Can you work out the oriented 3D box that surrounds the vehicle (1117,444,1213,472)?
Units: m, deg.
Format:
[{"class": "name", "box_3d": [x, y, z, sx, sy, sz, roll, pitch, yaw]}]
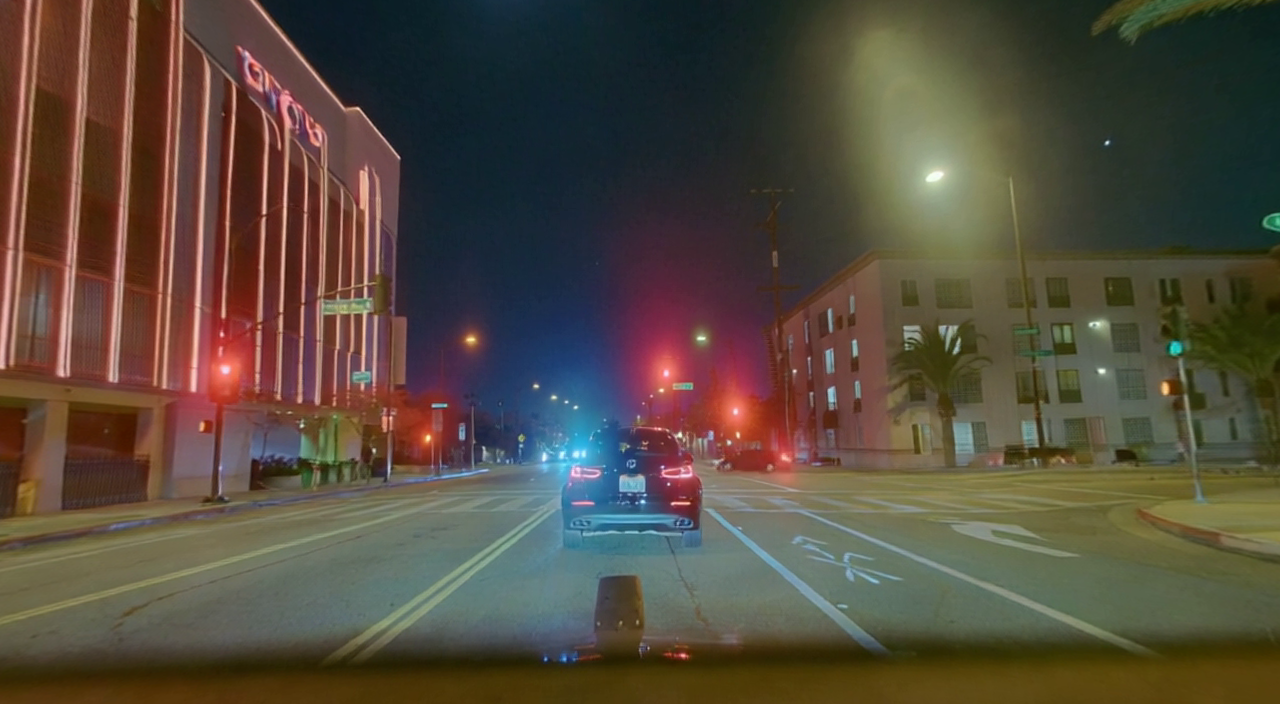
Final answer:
[{"class": "vehicle", "box_3d": [32.152, 6.470, 38.773, 4.234, 1.613, 1.812, 0, -8, -1]}]

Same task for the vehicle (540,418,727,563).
[{"class": "vehicle", "box_3d": [-0.084, 1.878, 9.224, 2.144, 1.643, 3.770, 0, -8, 0]}]

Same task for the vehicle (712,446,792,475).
[{"class": "vehicle", "box_3d": [6.952, 6.728, 39.439, 4.494, 1.704, 1.976, -7, -11, 39]}]

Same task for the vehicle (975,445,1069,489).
[{"class": "vehicle", "box_3d": [15.300, 4.512, 25.215, 4.118, 1.593, 2.004, 7, -11, -42]}]
